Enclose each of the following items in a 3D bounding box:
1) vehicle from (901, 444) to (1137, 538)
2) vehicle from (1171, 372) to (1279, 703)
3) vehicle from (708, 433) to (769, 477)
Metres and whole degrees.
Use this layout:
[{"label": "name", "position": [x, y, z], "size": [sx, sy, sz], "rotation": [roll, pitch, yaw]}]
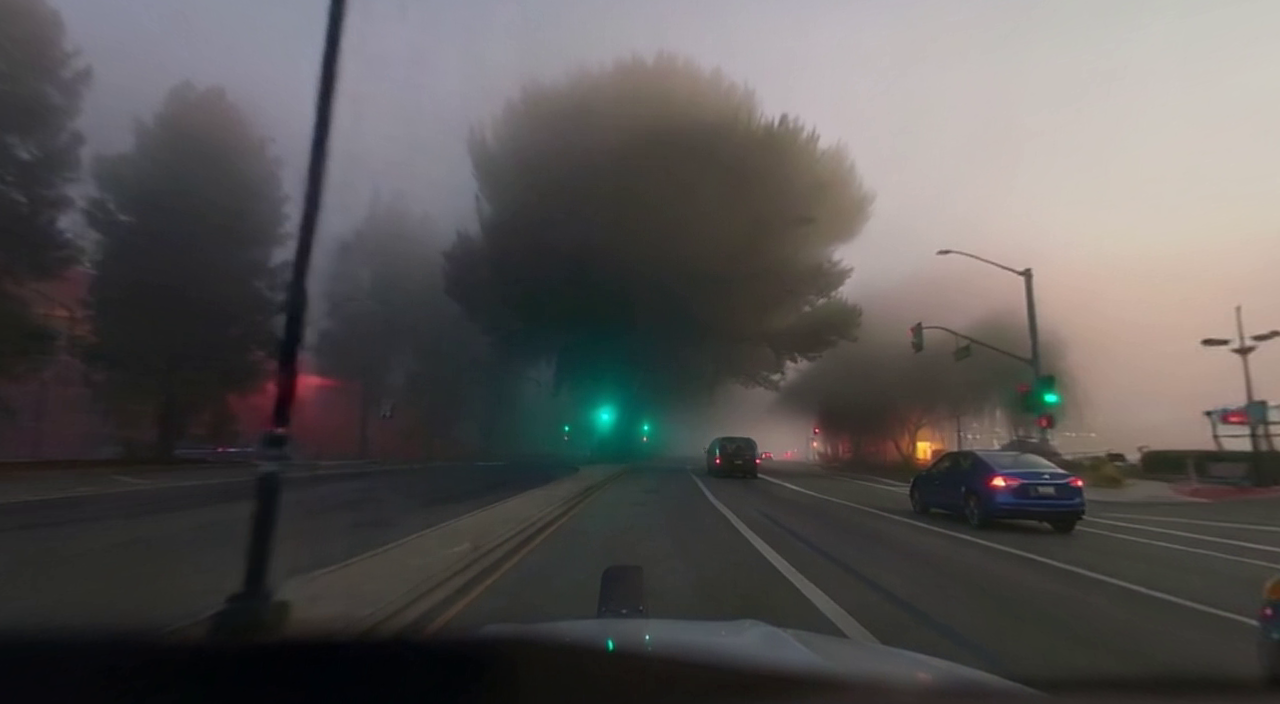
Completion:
[{"label": "vehicle", "position": [7.177, 2.620, 12.654], "size": [1.899, 1.496, 4.559], "rotation": [0, -8, 0]}, {"label": "vehicle", "position": [3.321, 0.668, 0.733], "size": [1.901, 1.634, 3.952], "rotation": [0, -8, 0]}, {"label": "vehicle", "position": [4.452, 4.737, 29.243], "size": [2.154, 1.844, 4.634], "rotation": [0, -8, 2]}]
